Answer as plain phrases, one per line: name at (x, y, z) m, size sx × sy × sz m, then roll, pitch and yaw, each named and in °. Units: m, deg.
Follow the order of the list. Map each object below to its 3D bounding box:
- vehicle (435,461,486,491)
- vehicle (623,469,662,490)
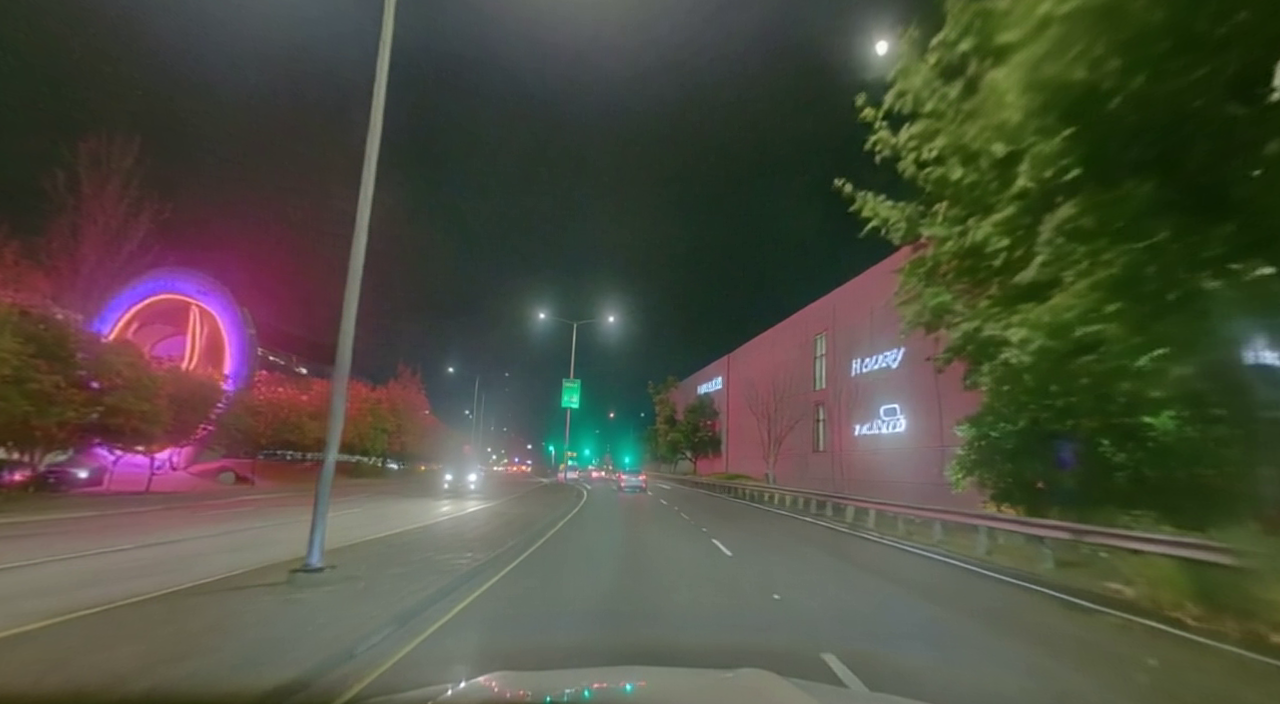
vehicle at (-9.799, 6.803, 34.602) m, size 1.916 × 1.516 × 3.970 m, roll 2°, pitch -10°, yaw -5°
vehicle at (0.114, 7.609, 37.526) m, size 1.775 × 1.186 × 2.933 m, roll 3°, pitch -10°, yaw -11°
